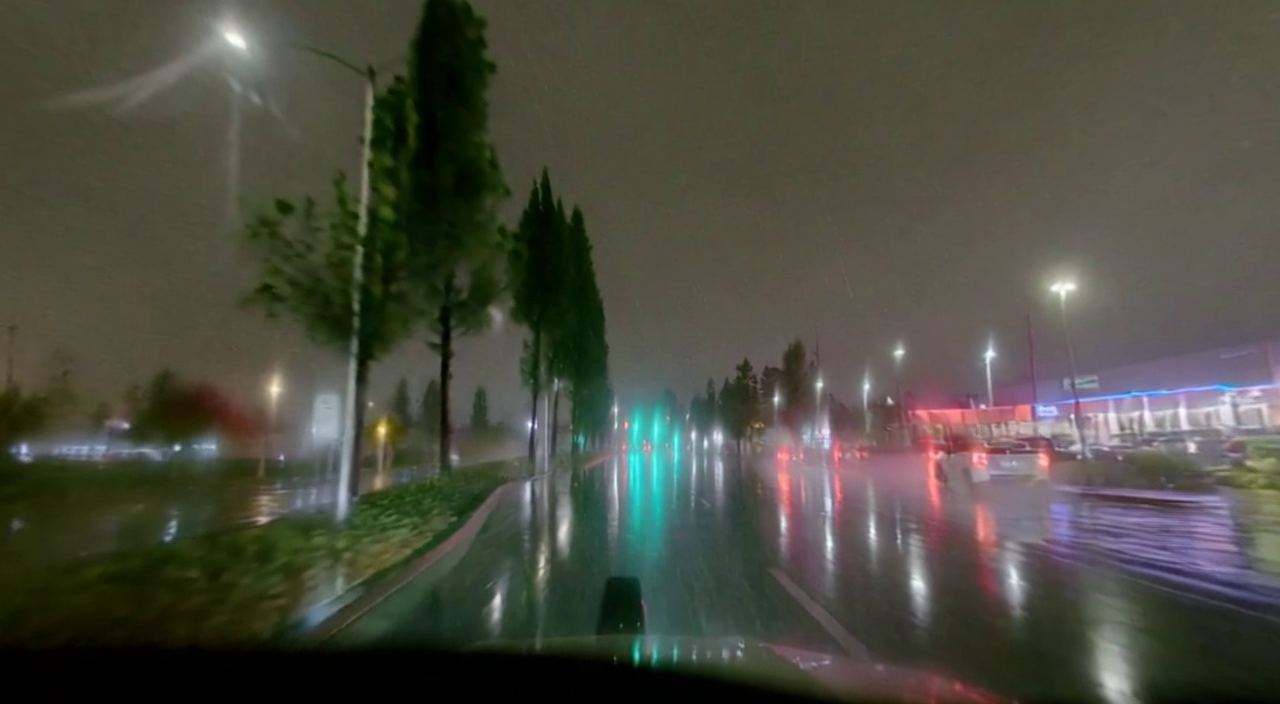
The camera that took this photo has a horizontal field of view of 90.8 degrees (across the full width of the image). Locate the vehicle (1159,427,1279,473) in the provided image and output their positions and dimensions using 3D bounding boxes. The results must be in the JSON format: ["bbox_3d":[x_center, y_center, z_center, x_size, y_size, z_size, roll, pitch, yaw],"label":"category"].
[{"bbox_3d":[20.696,3.298,21.360,4.396,1.450,1.956,-1,-9,4],"label":"vehicle"}]

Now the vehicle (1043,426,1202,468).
[{"bbox_3d":[19.939,3.952,26.282,4.758,1.677,2.154,0,-9,2],"label":"vehicle"}]
